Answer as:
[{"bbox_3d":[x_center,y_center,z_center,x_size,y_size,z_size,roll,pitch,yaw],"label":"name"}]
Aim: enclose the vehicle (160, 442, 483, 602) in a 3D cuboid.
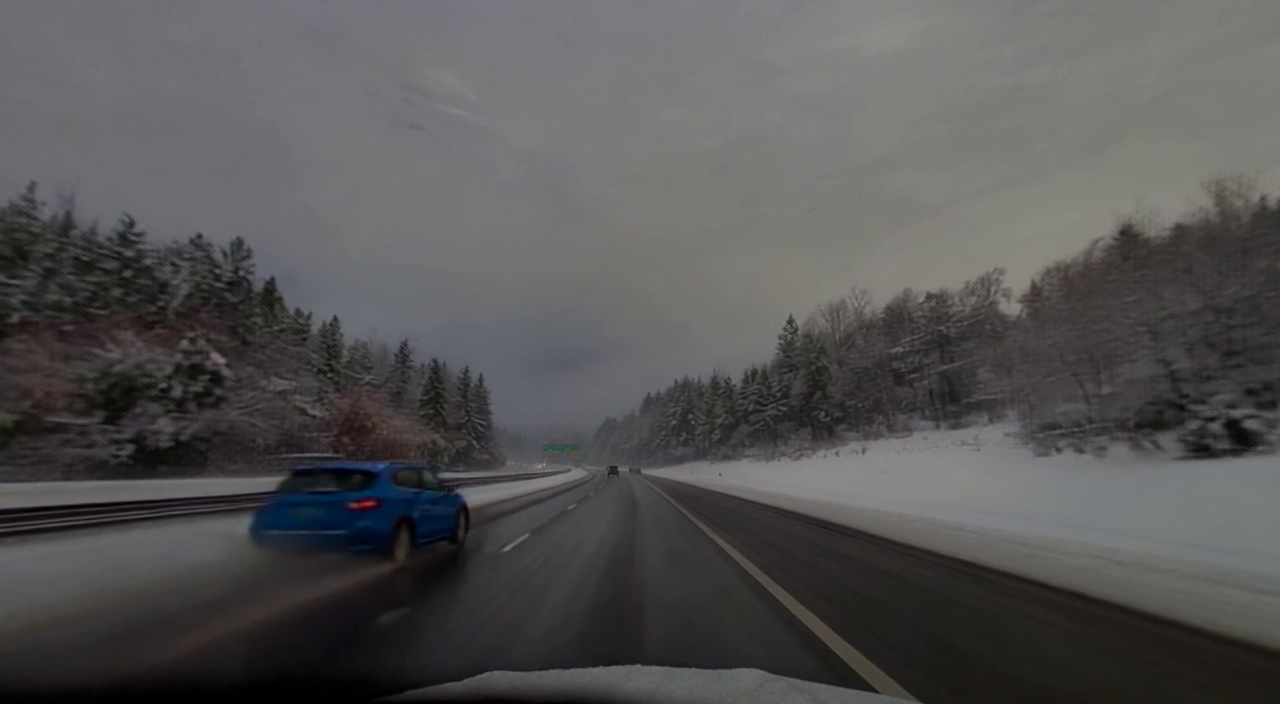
[{"bbox_3d":[-3.500,1.969,7.914,2.040,1.465,3.744,1,-11,0],"label":"vehicle"}]
